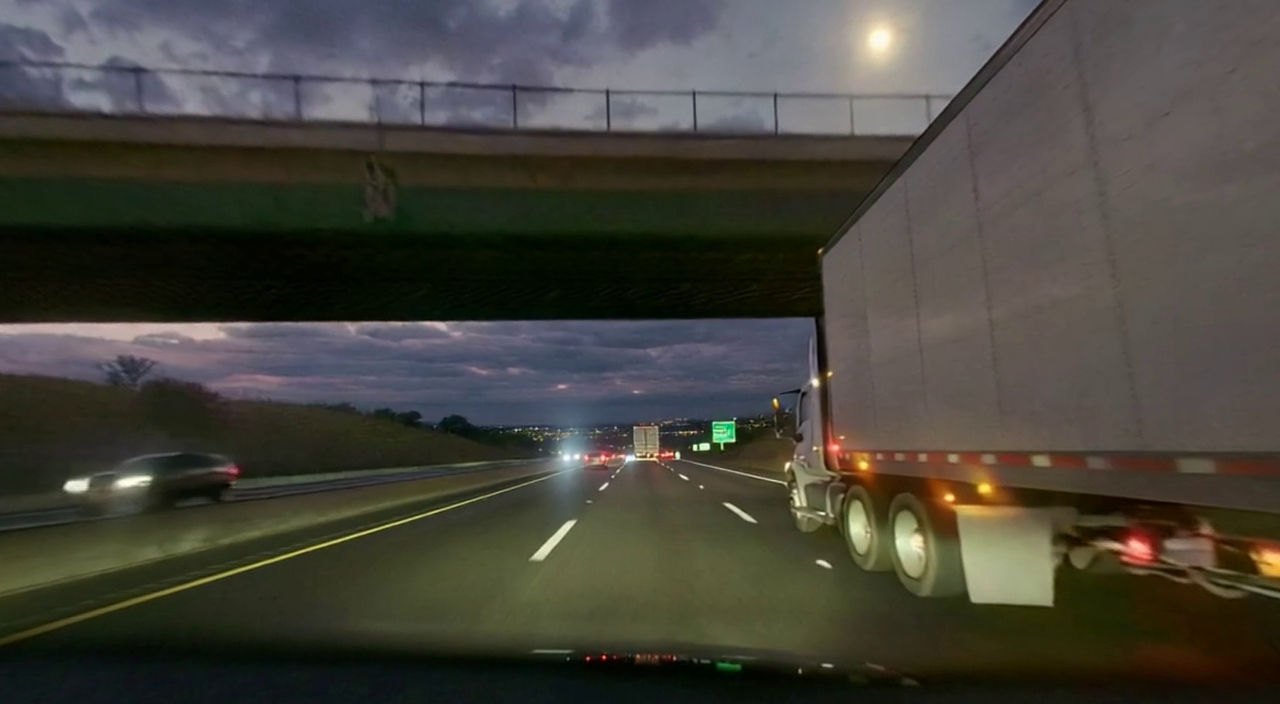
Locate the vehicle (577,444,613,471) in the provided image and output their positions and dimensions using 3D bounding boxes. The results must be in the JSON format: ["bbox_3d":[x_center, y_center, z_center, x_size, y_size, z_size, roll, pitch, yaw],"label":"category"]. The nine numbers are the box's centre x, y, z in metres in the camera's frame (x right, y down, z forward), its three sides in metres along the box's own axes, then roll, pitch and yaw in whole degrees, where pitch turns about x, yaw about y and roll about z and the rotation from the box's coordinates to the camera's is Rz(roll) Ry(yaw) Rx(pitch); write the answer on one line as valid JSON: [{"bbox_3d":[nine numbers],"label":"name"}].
[{"bbox_3d":[-2.888,6.864,41.077,2.007,1.647,3.854,0,-9,1],"label":"vehicle"}]

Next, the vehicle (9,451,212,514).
[{"bbox_3d":[-15.403,3.763,18.810,1.889,1.591,4.713,0,-9,1],"label":"vehicle"}]
